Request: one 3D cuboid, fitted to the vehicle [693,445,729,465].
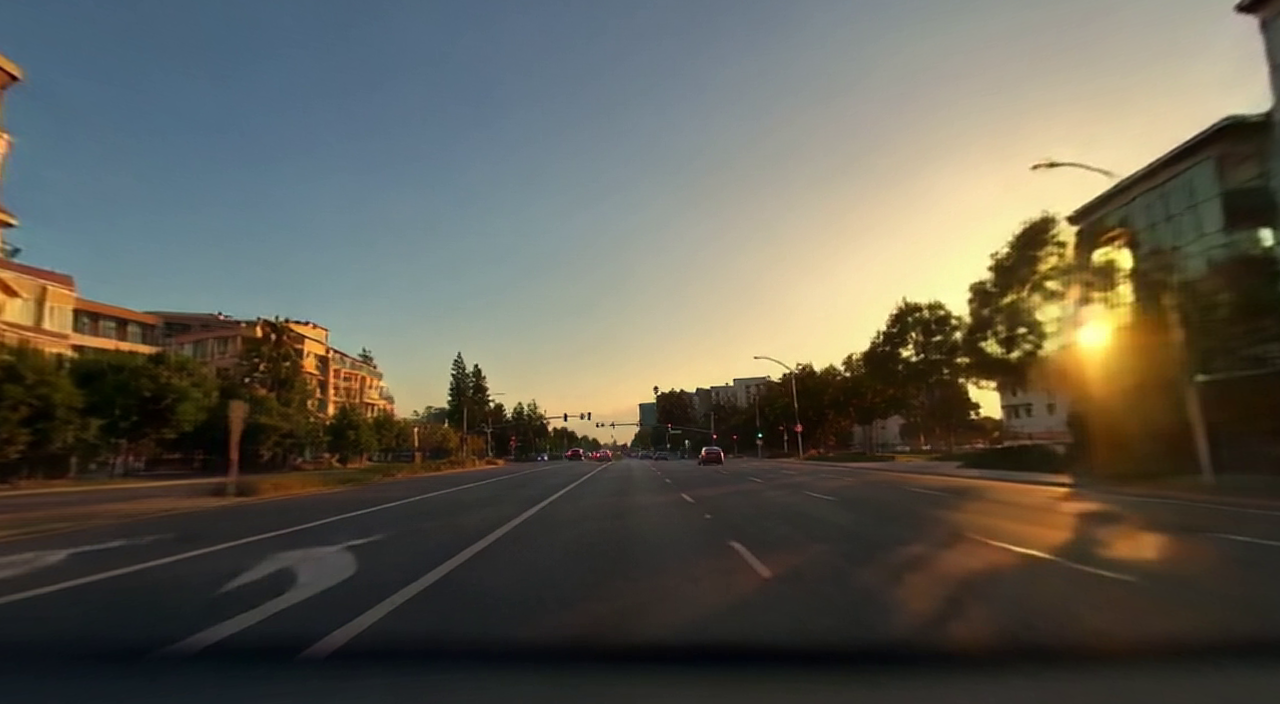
[{"bbox_3d":[5.409,7.920,48.738,2.187,1.475,4.529,0,-8,-2],"label":"vehicle"}]
